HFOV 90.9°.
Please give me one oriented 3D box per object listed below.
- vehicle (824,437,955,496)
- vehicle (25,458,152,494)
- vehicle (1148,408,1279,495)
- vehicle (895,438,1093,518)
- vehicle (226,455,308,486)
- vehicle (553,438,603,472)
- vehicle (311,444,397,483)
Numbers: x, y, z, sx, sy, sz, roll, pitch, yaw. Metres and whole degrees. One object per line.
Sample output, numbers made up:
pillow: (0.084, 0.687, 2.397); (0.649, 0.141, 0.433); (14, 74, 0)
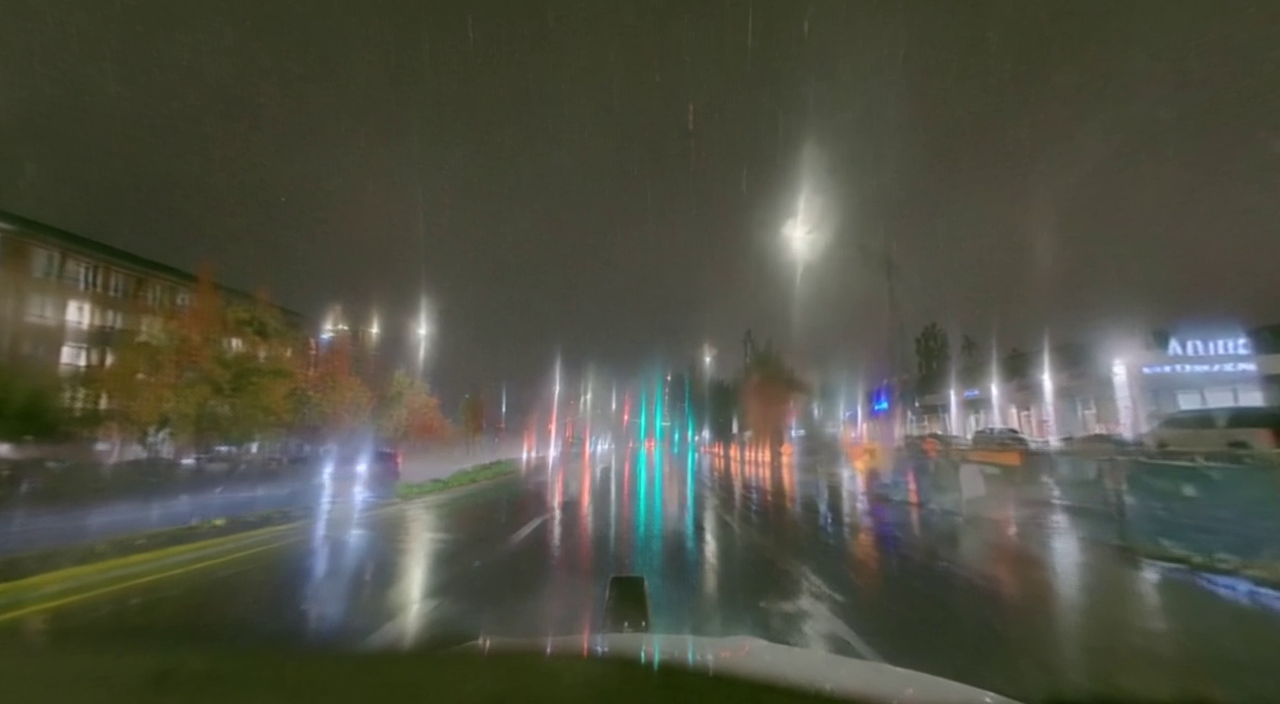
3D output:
vehicle: (7.096, 3.270, 18.506); (1.953, 1.479, 4.524); (0, -8, 0)
vehicle: (-29.683, 6.633, 34.094); (4.947, 1.683, 1.968); (7, -11, -41)
vehicle: (13.378, 2.043, 13.023); (1.916, 1.683, 4.516); (0, -8, 0)
vehicle: (7.301, 2.585, 13.617); (1.799, 1.399, 4.317); (-1, -8, 1)
vehicle: (-22.063, 7.013, 37.514); (1.955, 1.447, 4.911); (-5, -8, 0)
vehicle: (-2.841, 4.814, 29.653); (1.926, 1.442, 4.231); (0, -8, 0)
vehicle: (-12.170, 4.733, 27.080); (1.797, 1.510, 3.919); (0, -8, 1)
